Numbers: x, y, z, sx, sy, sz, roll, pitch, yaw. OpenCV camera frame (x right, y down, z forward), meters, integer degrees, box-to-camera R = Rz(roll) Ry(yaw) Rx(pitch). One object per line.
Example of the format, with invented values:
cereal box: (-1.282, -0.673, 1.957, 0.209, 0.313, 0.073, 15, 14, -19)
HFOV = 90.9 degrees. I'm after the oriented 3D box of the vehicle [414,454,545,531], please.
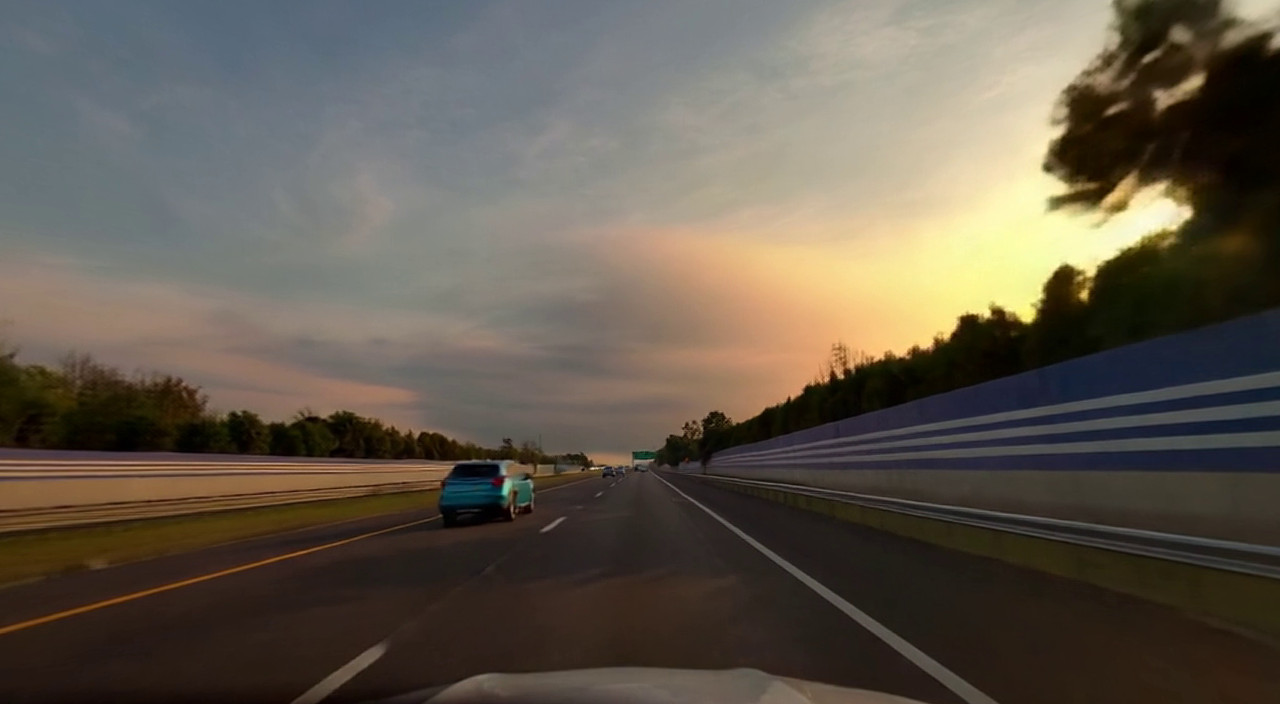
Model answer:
vehicle: (-3.525, 3.182, 14.639, 1.985, 1.515, 3.839, 0, -10, 0)
